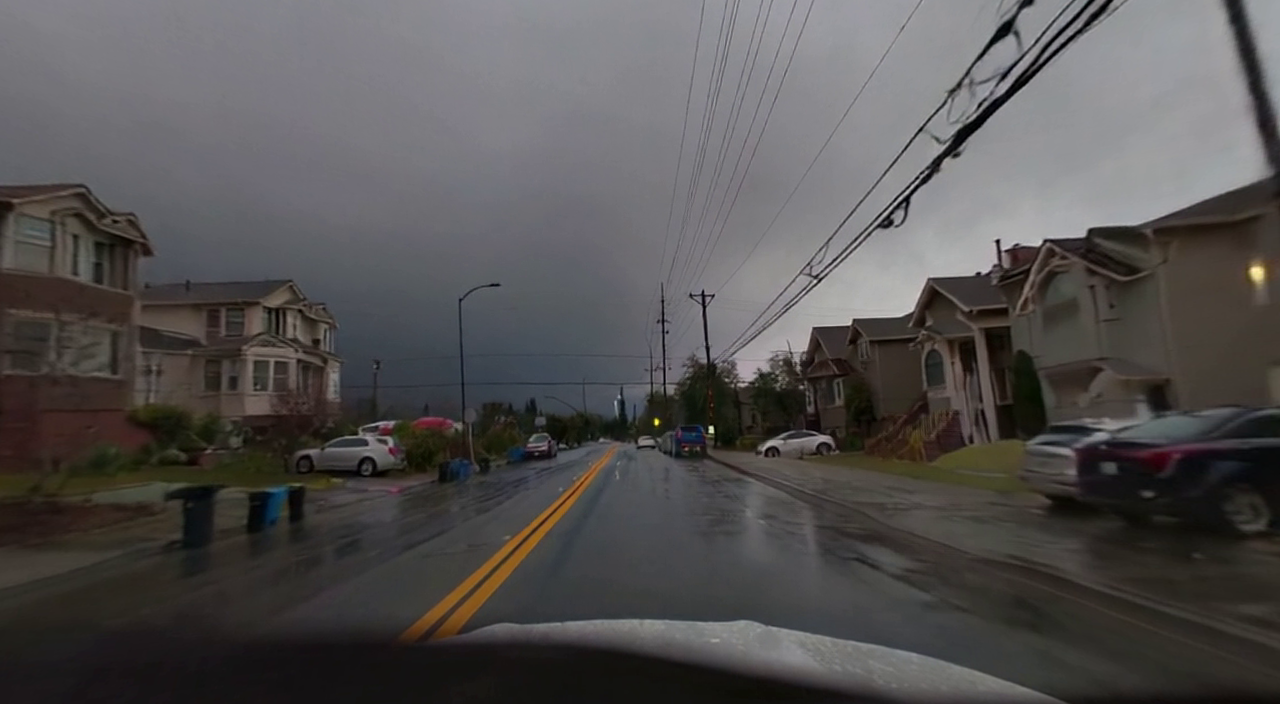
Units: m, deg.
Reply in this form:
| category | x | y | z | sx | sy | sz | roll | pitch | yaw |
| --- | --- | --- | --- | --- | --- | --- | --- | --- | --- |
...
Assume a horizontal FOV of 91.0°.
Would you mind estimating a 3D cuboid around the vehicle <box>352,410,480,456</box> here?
| category | x | y | z | sx | sy | sz | roll | pitch | yaw |
| --- | --- | --- | --- | --- | --- | --- | --- | --- | --- |
| vehicle | -14.397 | 5.267 | 40.721 | 7.267 | 2.775 | 2.786 | -1 | -9 | 12 |

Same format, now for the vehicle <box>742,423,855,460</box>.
| category | x | y | z | sx | sy | sz | roll | pitch | yaw |
| --- | --- | --- | --- | --- | --- | --- | --- | --- | --- |
| vehicle | 7.406 | 4.254 | 29.820 | 4.893 | 1.642 | 1.874 | 0 | -10 | 3 |

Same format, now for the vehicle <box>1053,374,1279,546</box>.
| category | x | y | z | sx | sy | sz | roll | pitch | yaw |
| --- | --- | --- | --- | --- | --- | --- | --- | --- | --- |
| vehicle | 8.475 | 1.250 | 8.158 | 4.622 | 1.826 | 2.065 | -4 | -9 | -1 |

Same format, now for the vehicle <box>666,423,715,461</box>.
| category | x | y | z | sx | sy | sz | roll | pitch | yaw |
| --- | --- | --- | --- | --- | --- | --- | --- | --- | --- |
| vehicle | 2.740 | 5.041 | 35.456 | 2.277 | 1.917 | 5.495 | 0 | -8 | 0 |

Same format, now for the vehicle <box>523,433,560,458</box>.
| category | x | y | z | sx | sy | sz | roll | pitch | yaw |
| --- | --- | --- | --- | --- | --- | --- | --- | --- | --- |
| vehicle | -6.975 | 6.628 | 45.053 | 1.994 | 1.588 | 4.148 | -3 | -7 | -1 |

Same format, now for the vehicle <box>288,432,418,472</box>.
| category | x | y | z | sx | sy | sz | roll | pitch | yaw |
| --- | --- | --- | --- | --- | --- | --- | --- | --- | --- |
| vehicle | -11.987 | 4.173 | 26.490 | 4.484 | 1.538 | 1.901 | 0 | -8 | 2 |
